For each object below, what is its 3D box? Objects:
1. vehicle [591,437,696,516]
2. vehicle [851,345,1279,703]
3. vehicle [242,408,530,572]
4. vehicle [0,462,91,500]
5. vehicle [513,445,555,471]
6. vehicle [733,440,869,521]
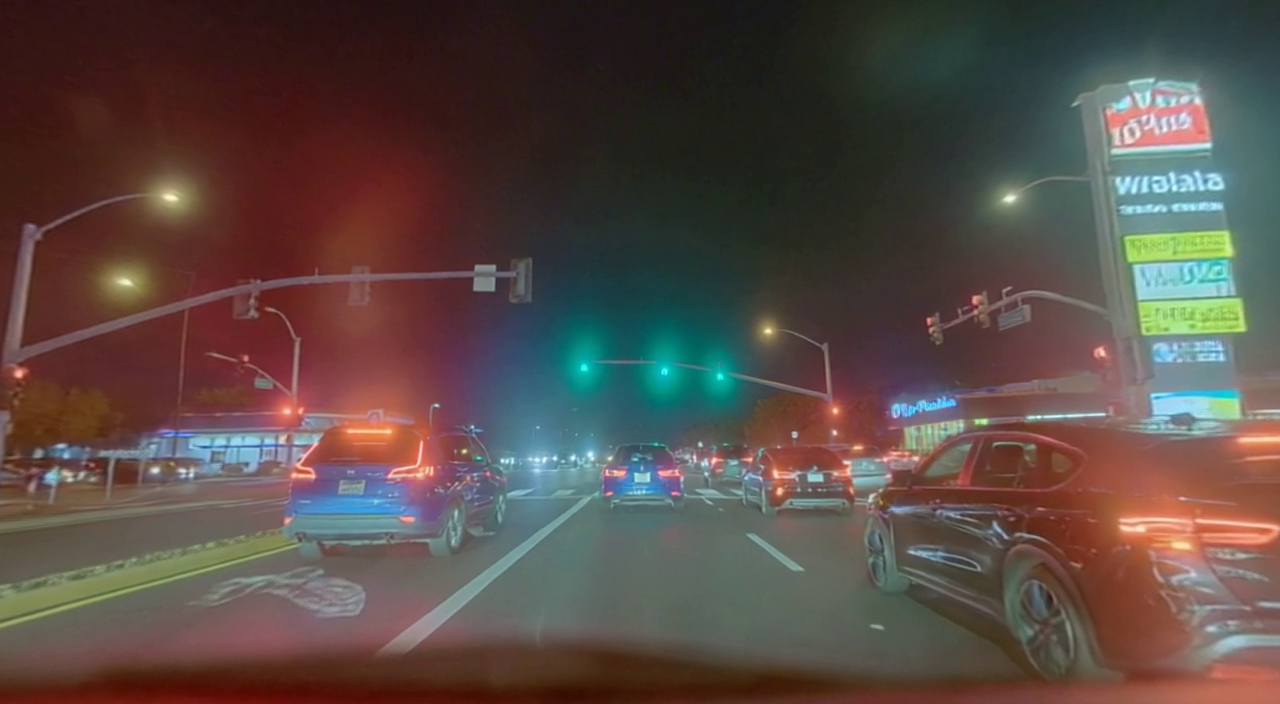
[{"bbox_3d":[0.048,2.841,14.898,2.154,1.577,3.723,0,-9,-1],"label":"vehicle"},{"bbox_3d":[3.187,1.117,4.178,2.075,1.661,4.401,0,-9,1],"label":"vehicle"},{"bbox_3d":[-3.291,1.920,9.564,2.257,1.823,4.777,-1,-9,1],"label":"vehicle"},{"bbox_3d":[-27.195,5.642,27.773,4.098,1.497,1.934,4,-9,-24],"label":"vehicle"},{"bbox_3d":[-7.834,7.874,47.143,2.293,1.777,4.497,0,-9,0],"label":"vehicle"},{"bbox_3d":[3.363,2.752,14.087,1.865,1.496,4.170,0,-9,-1],"label":"vehicle"}]
